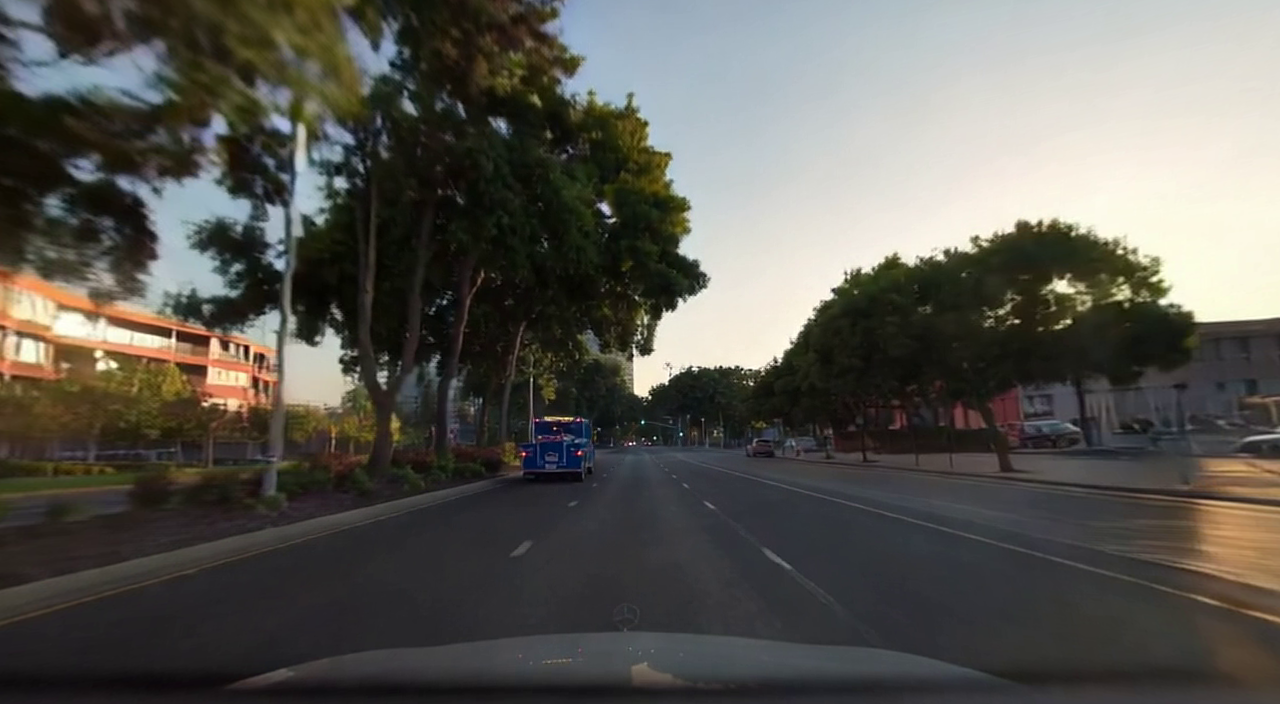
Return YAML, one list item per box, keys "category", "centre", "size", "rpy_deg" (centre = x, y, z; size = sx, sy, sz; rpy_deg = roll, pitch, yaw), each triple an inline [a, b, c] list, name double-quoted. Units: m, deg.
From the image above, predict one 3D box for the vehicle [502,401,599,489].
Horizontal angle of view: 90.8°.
- category: "vehicle"
  centre: [-3.038, 3.420, 23.154]
  size: [2.633, 2.787, 5.796]
  rpy_deg: [0, -9, 1]
